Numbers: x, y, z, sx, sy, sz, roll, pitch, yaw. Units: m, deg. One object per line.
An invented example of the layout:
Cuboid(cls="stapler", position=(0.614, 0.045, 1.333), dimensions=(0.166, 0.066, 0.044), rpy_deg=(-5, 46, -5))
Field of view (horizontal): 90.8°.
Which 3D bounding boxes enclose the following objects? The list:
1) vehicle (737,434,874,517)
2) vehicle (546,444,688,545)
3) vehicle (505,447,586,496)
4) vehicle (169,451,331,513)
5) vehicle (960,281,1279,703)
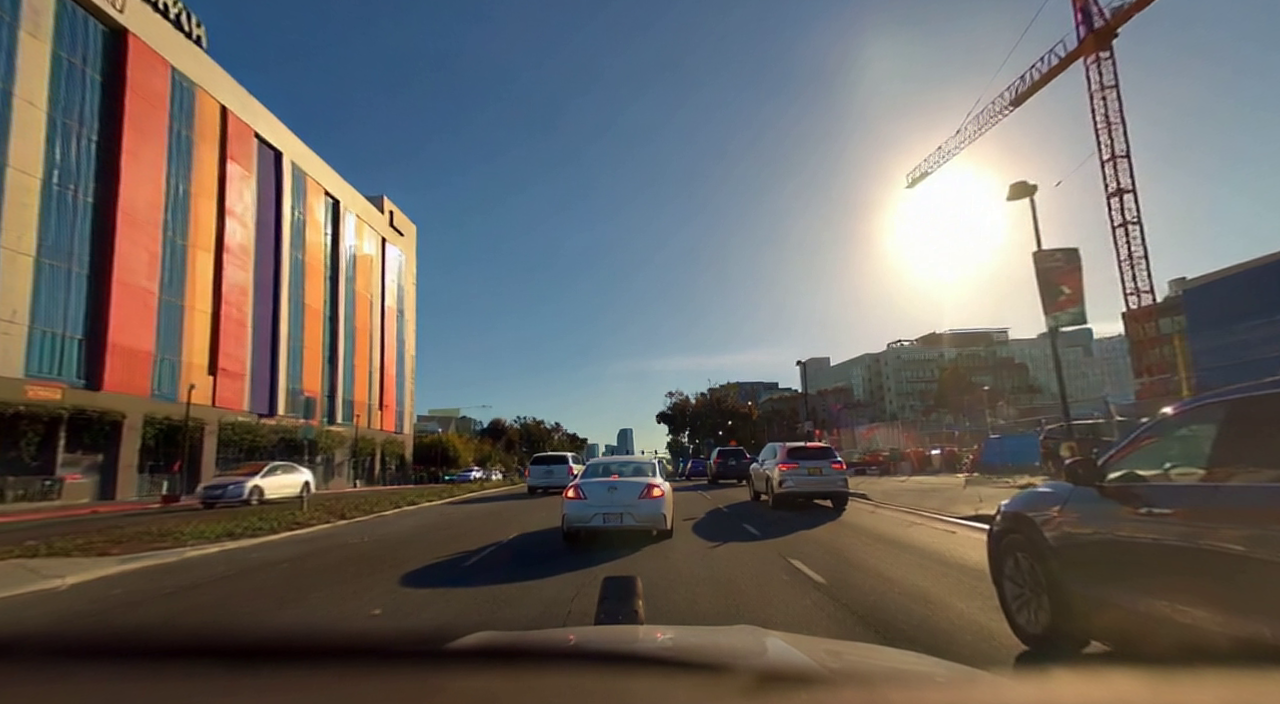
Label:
Cuboid(cls="vehicle", position=(4.041, 3.098, 16.460), dimensions=(2.185, 1.797, 4.934), rpy_deg=(0, -9, 0))
Cuboid(cls="vehicle", position=(-0.275, 2.464, 11.651), dimensions=(2.131, 1.496, 4.193), rpy_deg=(0, -8, 2))
Cuboid(cls="vehicle", position=(-3.513, 4.511, 24.303), dimensions=(2.201, 1.691, 4.305), rpy_deg=(-1, -9, 4))
Cuboid(cls="vehicle", position=(-12.854, 4.273, 21.311), dimensions=(2.136, 1.764, 4.855), rpy_deg=(-1, -9, 3))
Cuboid(cls="vehicle", position=(3.541, 0.666, 2.110), dimensions=(2.182, 1.954, 5.341), rpy_deg=(0, -9, 1))
